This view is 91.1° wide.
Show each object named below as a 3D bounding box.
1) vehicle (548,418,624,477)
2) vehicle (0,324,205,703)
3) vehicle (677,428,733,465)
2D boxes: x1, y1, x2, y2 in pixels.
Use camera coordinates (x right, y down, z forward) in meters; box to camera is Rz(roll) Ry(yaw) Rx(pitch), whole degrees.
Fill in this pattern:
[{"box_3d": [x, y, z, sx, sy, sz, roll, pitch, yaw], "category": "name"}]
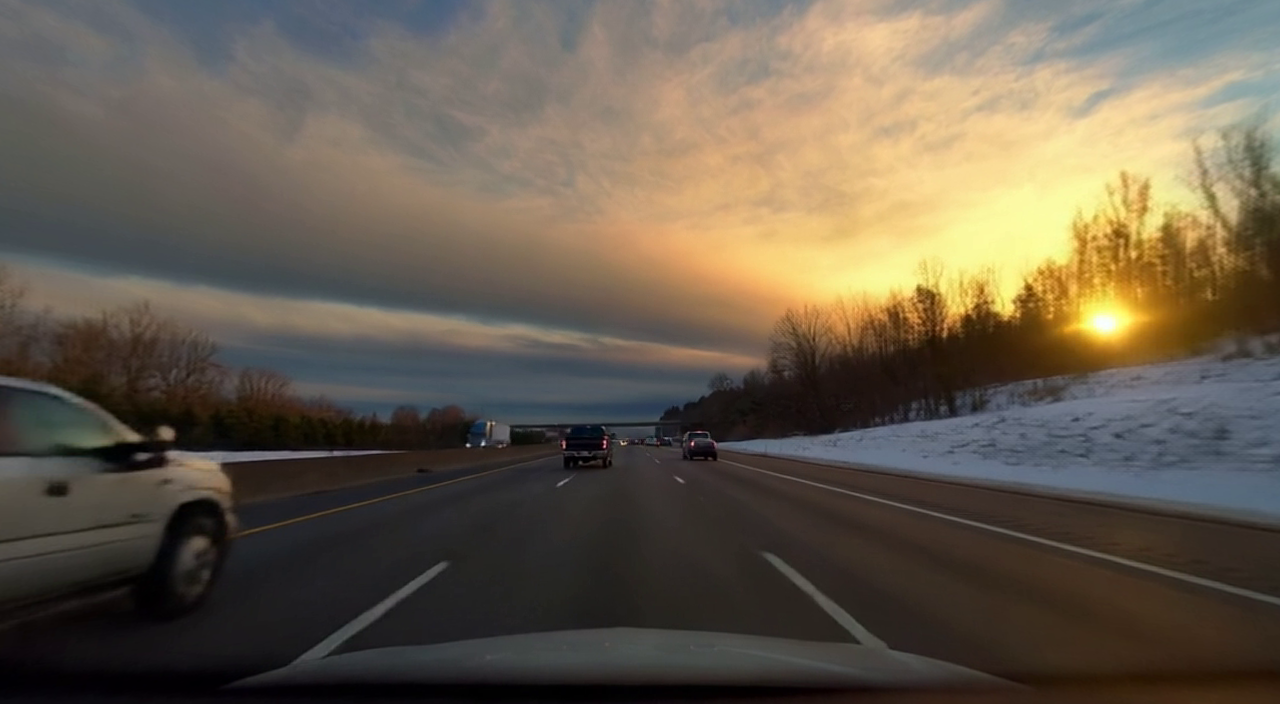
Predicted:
[{"box_3d": [-1.718, 3.239, 21.605, 2.185, 1.772, 4.656, 0, -8, 0], "category": "vehicle"}, {"box_3d": [-3.745, 0.583, 1.689, 1.997, 1.663, 4.451, 0, -8, -1], "category": "vehicle"}, {"box_3d": [3.119, 4.642, 31.170, 2.124, 1.696, 4.173, 0, -8, -3], "category": "vehicle"}]
